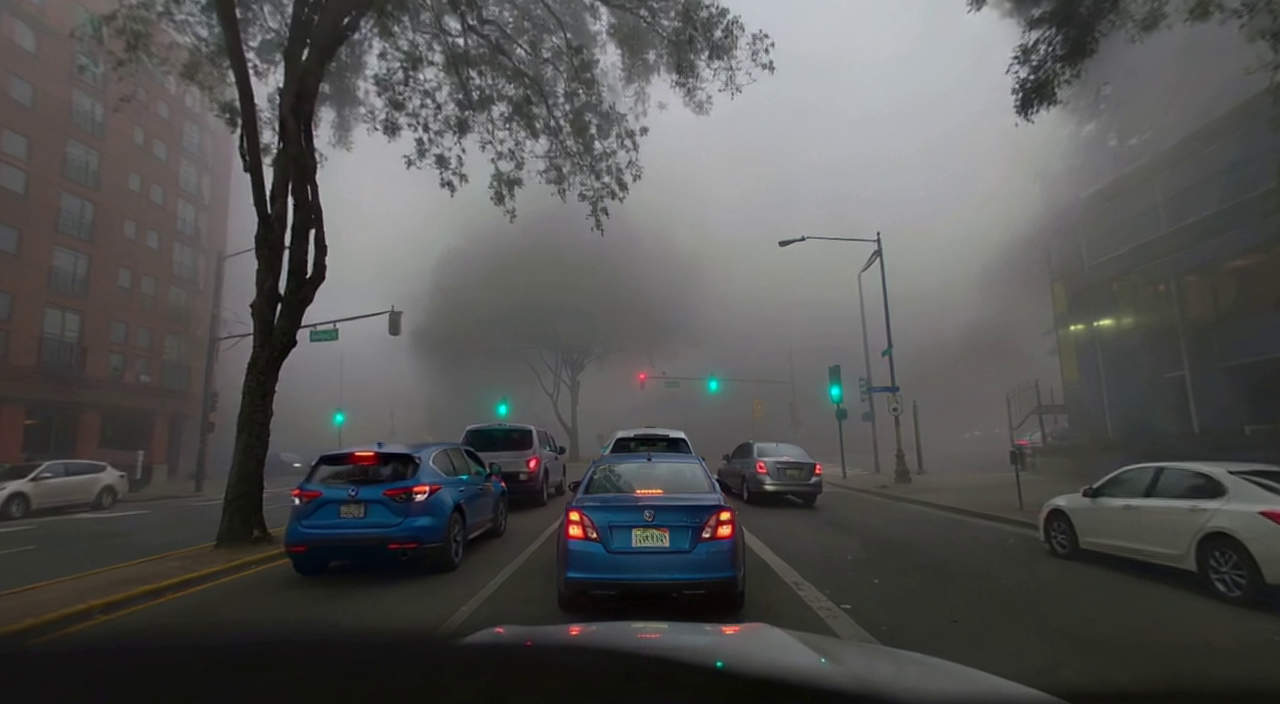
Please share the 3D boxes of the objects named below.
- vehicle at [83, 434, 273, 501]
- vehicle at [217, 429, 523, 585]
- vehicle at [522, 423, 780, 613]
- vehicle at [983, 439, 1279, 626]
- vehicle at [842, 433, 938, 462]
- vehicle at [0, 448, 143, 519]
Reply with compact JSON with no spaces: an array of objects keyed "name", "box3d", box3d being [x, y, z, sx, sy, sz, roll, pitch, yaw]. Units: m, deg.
[{"name":"vehicle","box3d":[-16.160,4.059,22.665,2.195,2.053,5.980,0,-9,1]},{"name":"vehicle","box3d":[-3.000,1.815,8.216,2.131,1.486,4.089,0,-9,1]},{"name":"vehicle","box3d":[0.084,1.584,6.828,2.022,1.481,3.564,0,-9,0]},{"name":"vehicle","box3d":[5.967,1.703,6.878,1.873,1.453,4.579,0,-9,0]},{"name":"vehicle","box3d":[16.361,6.276,41.510,5.345,1.811,2.175,0,-9,-1]},{"name":"vehicle","box3d":[-16.236,3.445,17.010,1.914,1.690,4.461,0,-9,1]}]
